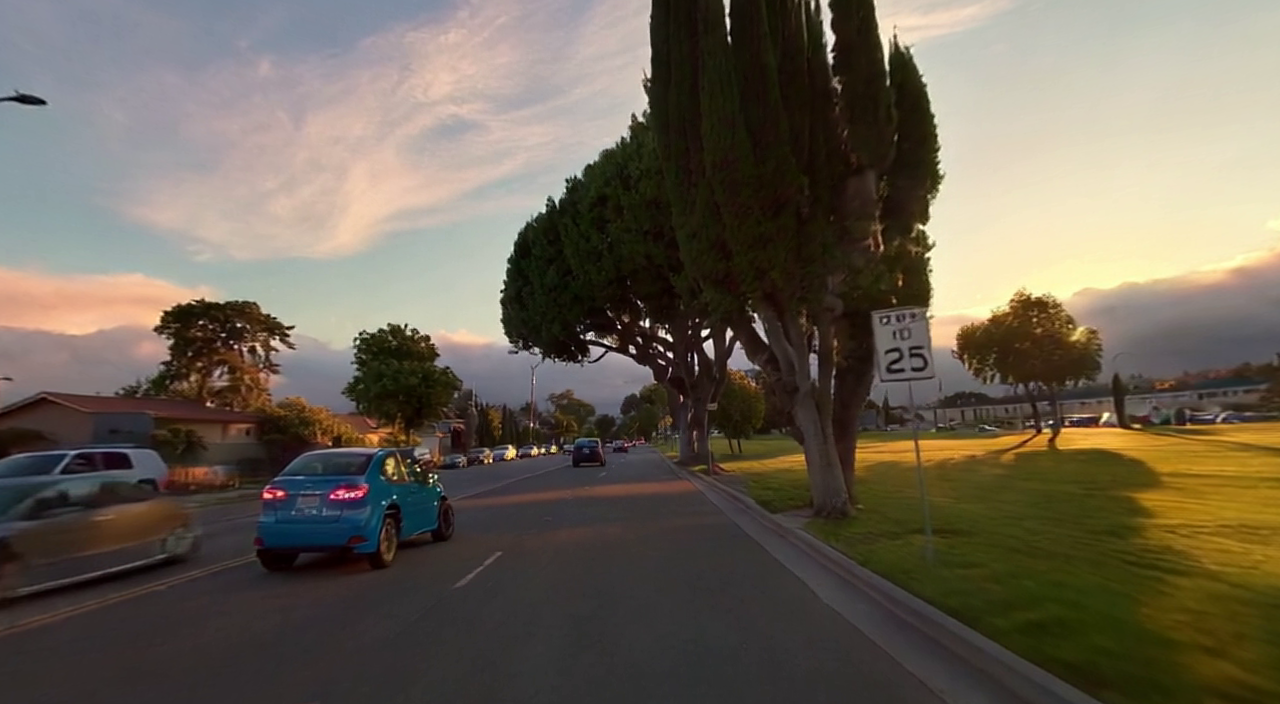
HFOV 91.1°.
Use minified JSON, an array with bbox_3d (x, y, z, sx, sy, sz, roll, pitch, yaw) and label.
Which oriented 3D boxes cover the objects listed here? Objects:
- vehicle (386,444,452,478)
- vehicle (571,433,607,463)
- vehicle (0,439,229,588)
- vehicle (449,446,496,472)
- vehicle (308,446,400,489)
[{"bbox_3d":[-12.491,6.152,35.804,2.066,1.785,4.608,0,-8,-1],"label":"vehicle"},{"bbox_3d":[-3.199,6.185,40.438,1.908,1.809,4.230,0,-8,1],"label":"vehicle"},{"bbox_3d":[-9.226,2.385,10.062,2.019,1.907,4.697,-1,-8,1],"label":"vehicle"},{"bbox_3d":[-12.412,7.938,46.812,2.161,1.781,4.690,-1,-8,1],"label":"vehicle"},{"bbox_3d":[-12.537,5.044,27.906,2.106,1.701,4.629,0,-8,-4],"label":"vehicle"}]
